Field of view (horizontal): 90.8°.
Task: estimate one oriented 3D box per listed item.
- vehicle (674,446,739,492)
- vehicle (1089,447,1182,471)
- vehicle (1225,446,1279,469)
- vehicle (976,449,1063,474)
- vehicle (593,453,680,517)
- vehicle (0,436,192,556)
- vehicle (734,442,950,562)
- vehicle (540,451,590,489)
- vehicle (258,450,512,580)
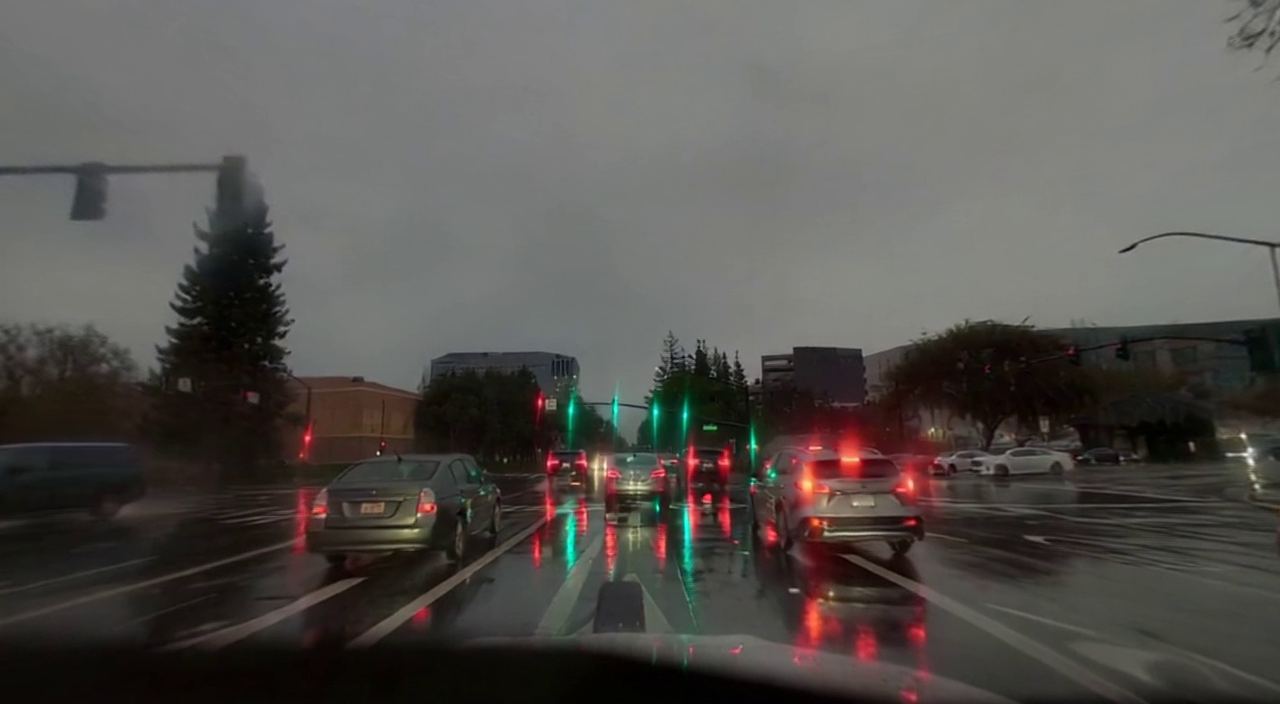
[{"bbox_3d":[2.724,4.892,26.938,2.138,1.778,4.422,0,-8,-2],"label":"vehicle"},{"bbox_3d":[31.108,6.741,39.743,4.357,1.444,1.783,0,-8,-2],"label":"vehicle"},{"bbox_3d":[40.027,6.624,39.724,4.644,1.430,1.781,0,-8,-1],"label":"vehicle"},{"bbox_3d":[23.741,6.843,39.603,4.255,1.465,1.936,0,-9,-3],"label":"vehicle"},{"bbox_3d":[-0.123,3.529,17.259,2.098,1.461,3.958,0,-8,-1],"label":"vehicle"},{"bbox_3d":[-10.179,2.325,10.775,1.934,1.713,4.281,0,-8,-1],"label":"vehicle"},{"bbox_3d":[3.060,2.363,10.921,1.996,1.566,4.917,0,-8,-2],"label":"vehicle"},{"bbox_3d":[-3.719,5.903,31.997,2.033,1.714,4.278,0,-8,0],"label":"vehicle"},{"bbox_3d":[-3.436,2.258,9.677,2.045,1.463,4.490,0,-8,0],"label":"vehicle"}]
